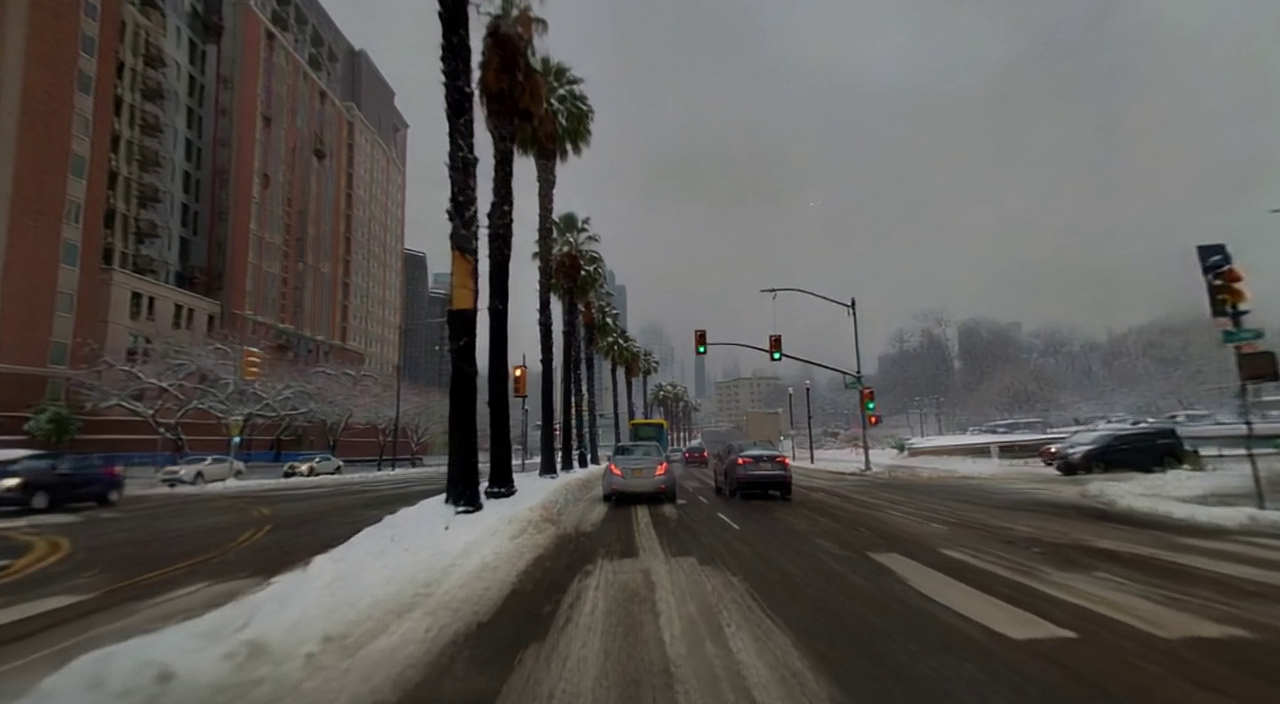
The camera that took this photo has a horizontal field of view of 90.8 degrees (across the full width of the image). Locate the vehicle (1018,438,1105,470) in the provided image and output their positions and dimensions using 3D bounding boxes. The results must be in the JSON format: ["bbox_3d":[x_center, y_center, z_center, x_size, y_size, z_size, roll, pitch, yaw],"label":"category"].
[{"bbox_3d":[21.427,5.207,32.354,1.852,1.455,4.673,-2,-9,9],"label":"vehicle"}]

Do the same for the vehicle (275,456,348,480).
[{"bbox_3d":[-22.213,7.867,42.960,1.809,1.472,4.601,-2,-9,13],"label":"vehicle"}]

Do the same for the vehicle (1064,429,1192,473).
[{"bbox_3d":[20.384,4.169,26.709,1.959,1.674,4.706,-1,-9,6],"label":"vehicle"}]

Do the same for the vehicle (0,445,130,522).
[{"bbox_3d":[-14.155,2.825,13.866,4.435,1.501,1.977,-2,-9,8],"label":"vehicle"}]

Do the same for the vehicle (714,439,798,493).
[{"bbox_3d":[3.462,3.474,19.512,1.909,1.500,3.524,0,-9,0],"label":"vehicle"}]

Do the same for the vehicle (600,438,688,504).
[{"bbox_3d":[0.128,3.053,16.539,2.048,1.503,3.681,0,-9,1],"label":"vehicle"}]

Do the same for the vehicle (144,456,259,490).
[{"bbox_3d":[-21.675,5.982,31.497,1.844,1.478,4.618,-2,-9,12],"label":"vehicle"}]
